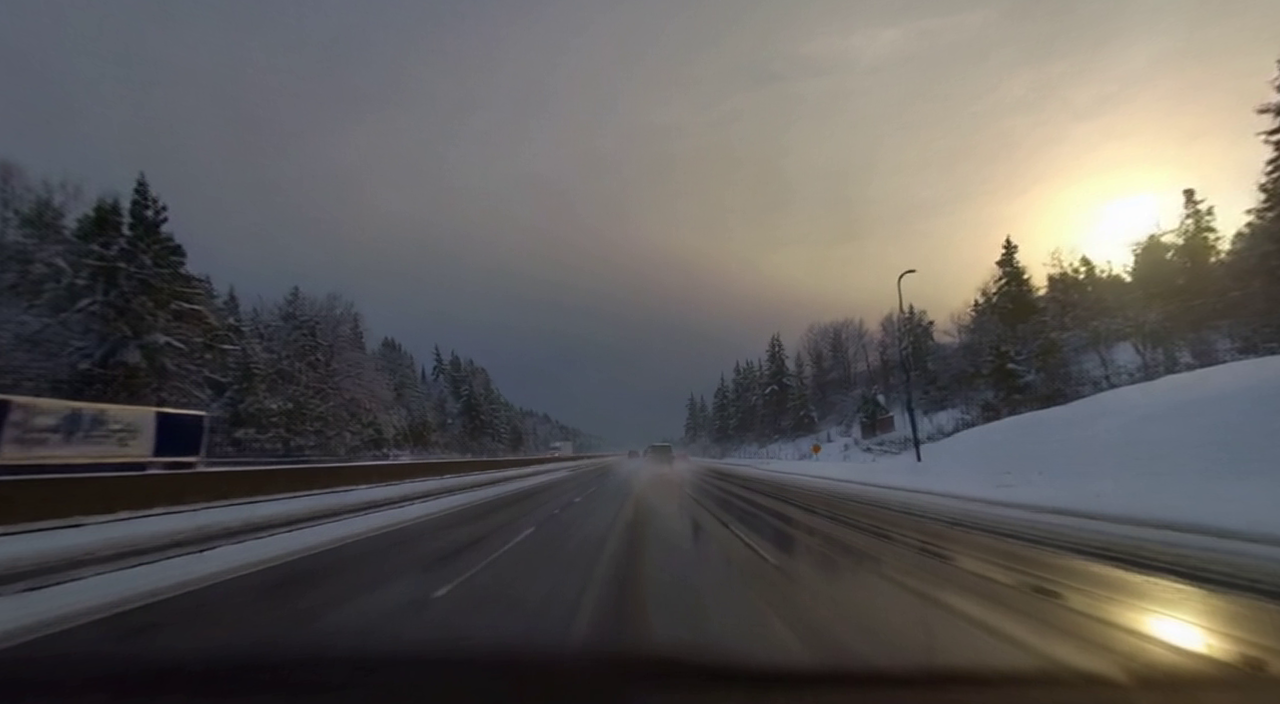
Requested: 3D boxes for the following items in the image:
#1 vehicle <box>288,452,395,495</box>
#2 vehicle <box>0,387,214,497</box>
[{"bbox_3d":[-12.037,4.884,25.799,2.025,1.564,4.626,0,-9,1],"label":"vehicle"},{"bbox_3d":[-25.222,3.882,26.810,2.885,4.105,14.085,-1,-9,7],"label":"vehicle"}]
